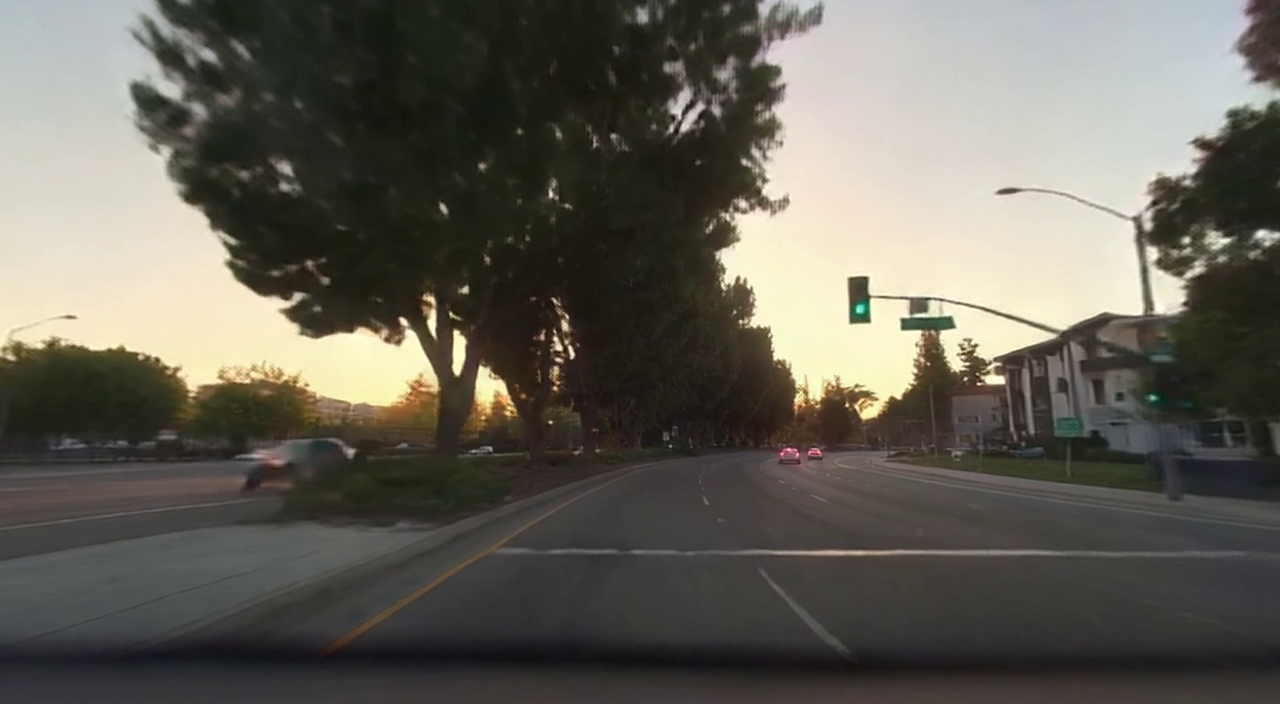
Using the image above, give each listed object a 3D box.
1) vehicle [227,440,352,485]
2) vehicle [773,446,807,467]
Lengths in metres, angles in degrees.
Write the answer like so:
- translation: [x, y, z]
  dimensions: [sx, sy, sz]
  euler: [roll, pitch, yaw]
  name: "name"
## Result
- translation: [-15.076, 4.762, 27.590]
  dimensions: [2.176, 1.772, 5.010]
  euler: [-1, -9, 7]
  name: "vehicle"
- translation: [11.045, 7.702, 46.750]
  dimensions: [1.988, 1.460, 3.996]
  euler: [-1, -9, 8]
  name: "vehicle"
